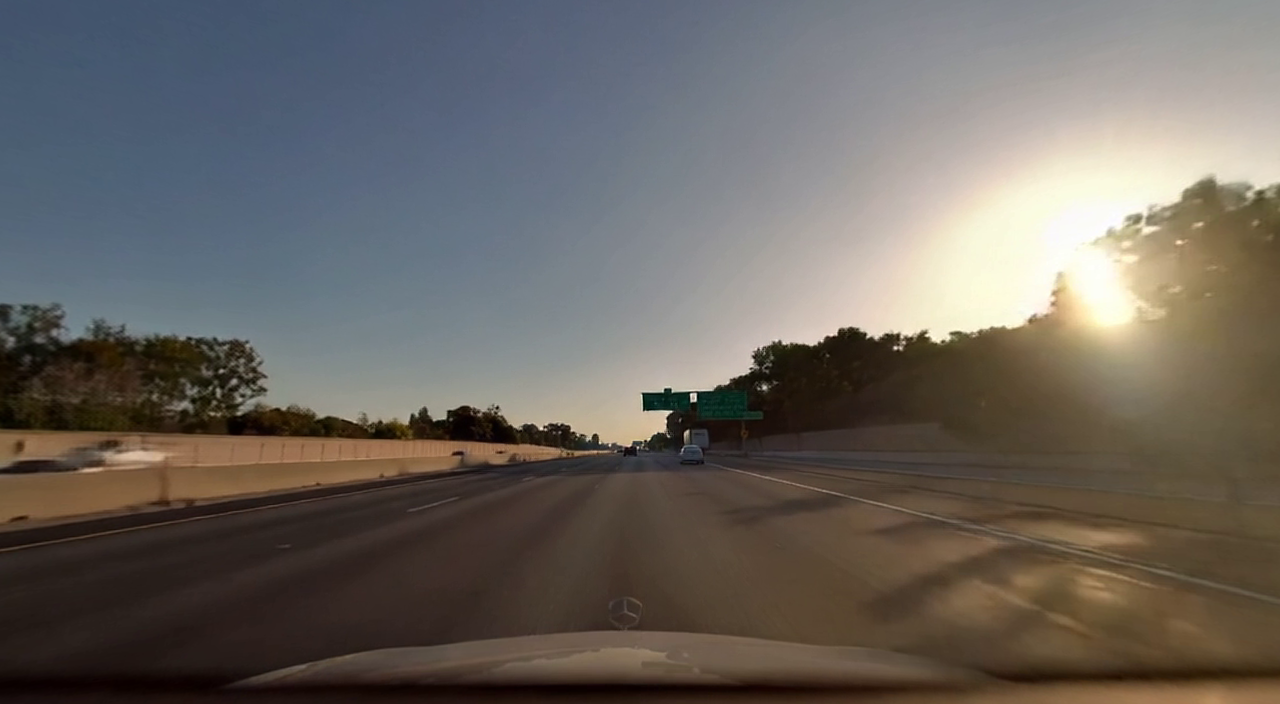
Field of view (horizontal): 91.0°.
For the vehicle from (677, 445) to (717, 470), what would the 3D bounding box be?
[{"bbox_3d":[3.532,6.642,39.834,2.033,1.501,4.398,0,-9,-1],"label":"vehicle"}]
